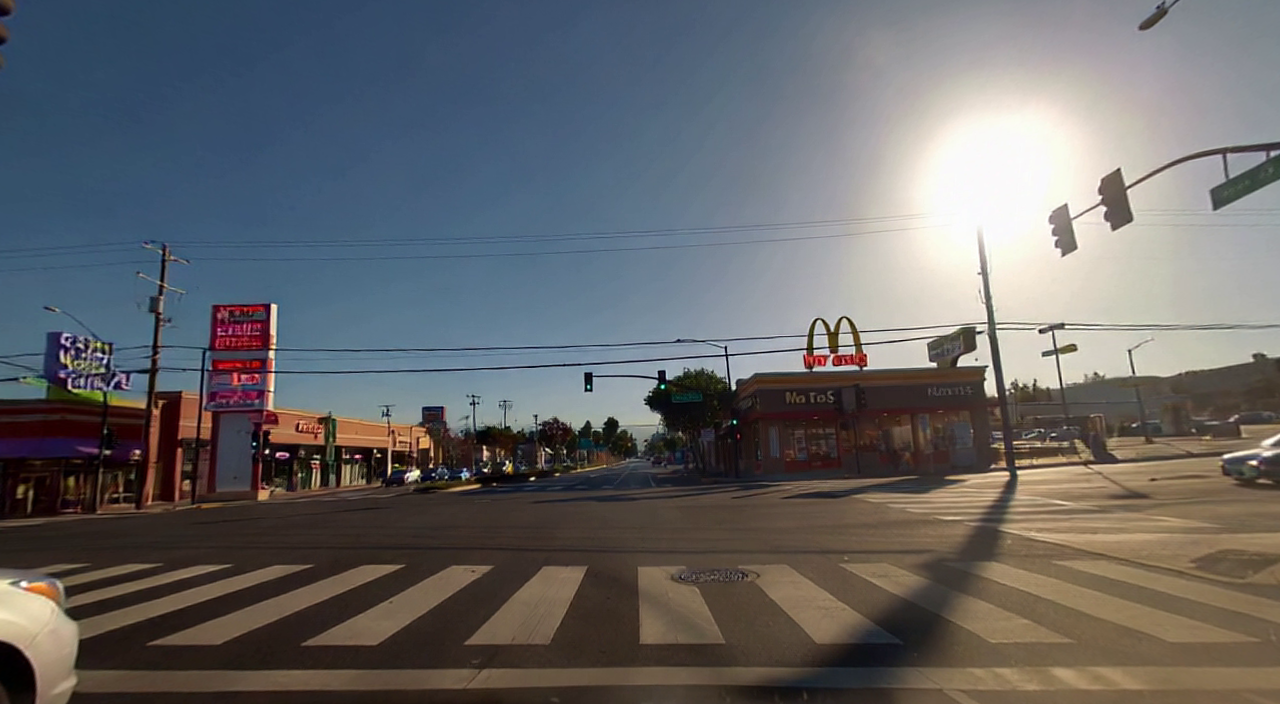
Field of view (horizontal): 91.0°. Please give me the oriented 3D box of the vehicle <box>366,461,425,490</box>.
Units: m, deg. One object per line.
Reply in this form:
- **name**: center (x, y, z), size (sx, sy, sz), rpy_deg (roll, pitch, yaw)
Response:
- **vehicle**: center (-19.215, 9.727, 49.820), size (2.227, 2.033, 5.614), rpy_deg (0, -9, 2)

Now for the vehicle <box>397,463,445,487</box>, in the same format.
- **vehicle**: center (-15.746, 8.830, 45.407), size (1.931, 1.471, 4.152), rpy_deg (0, -9, 0)

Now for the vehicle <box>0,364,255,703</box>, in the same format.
- **vehicle**: center (-3.415, 0.741, 1.411), size (2.081, 1.644, 4.523), rpy_deg (0, -9, 3)
